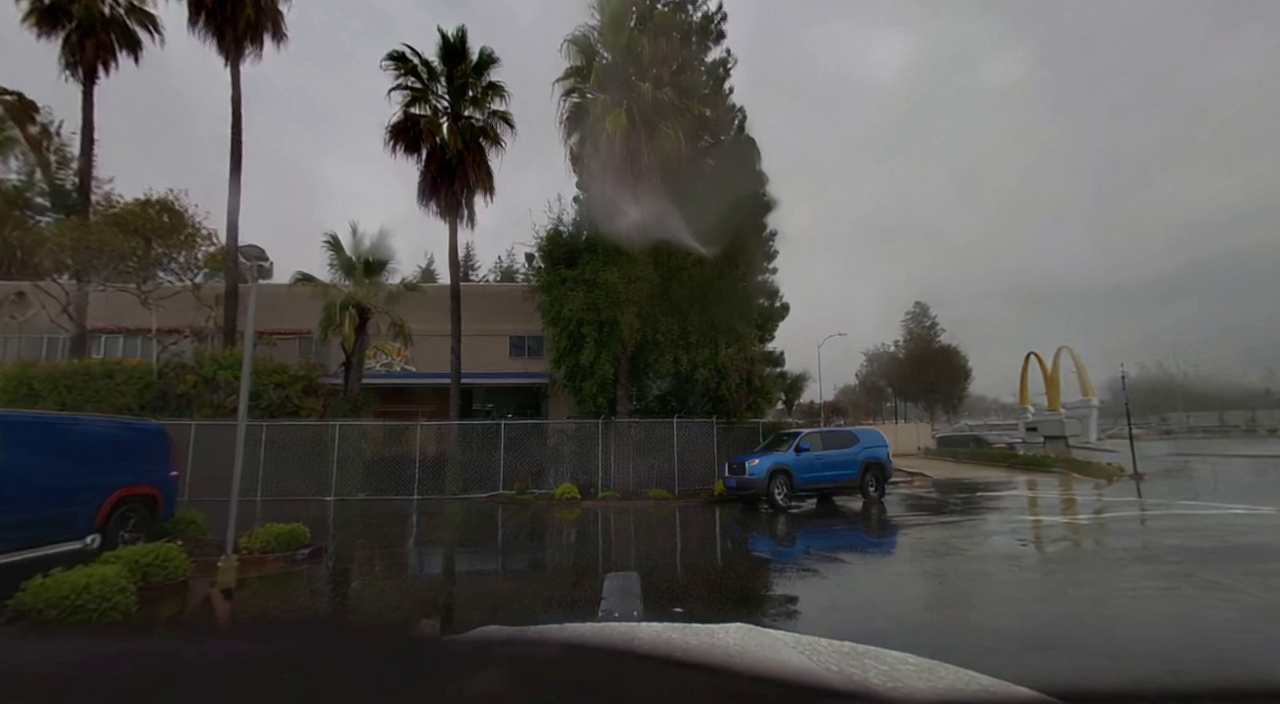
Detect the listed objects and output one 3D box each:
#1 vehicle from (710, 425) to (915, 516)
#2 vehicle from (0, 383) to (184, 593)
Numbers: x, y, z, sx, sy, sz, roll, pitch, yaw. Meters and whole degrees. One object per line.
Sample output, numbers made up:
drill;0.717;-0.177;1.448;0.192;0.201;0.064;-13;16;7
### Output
vehicle;4.011;2.586;14.591;4.365;1.791;2.073;4;-7;-30
vehicle;-6.789;1.236;5.717;1.943;1.890;4.472;0;-8;0
